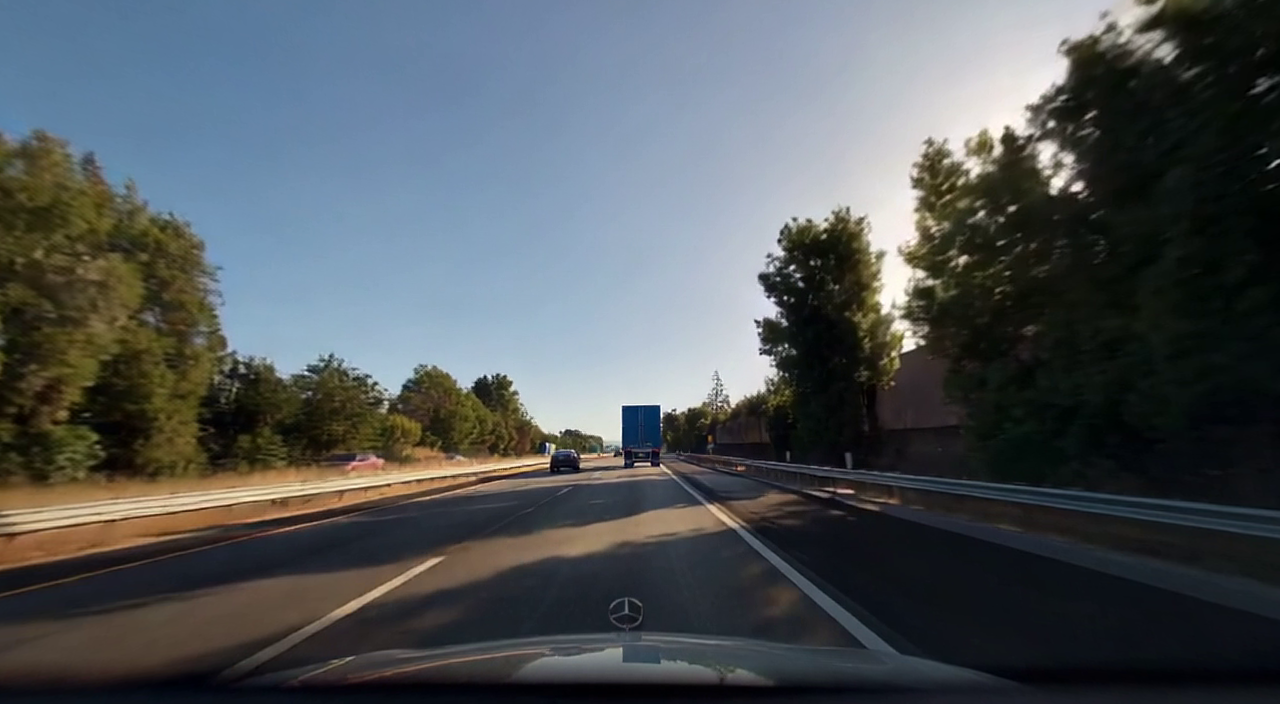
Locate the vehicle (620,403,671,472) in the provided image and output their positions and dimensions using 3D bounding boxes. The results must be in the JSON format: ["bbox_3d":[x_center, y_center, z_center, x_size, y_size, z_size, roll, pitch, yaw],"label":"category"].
[{"bbox_3d":[0.351,5.709,41.492,2.899,3.966,10.053,0,-9,0],"label":"vehicle"}]

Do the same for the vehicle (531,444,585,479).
[{"bbox_3d":[-3.942,5.330,30.894,2.063,1.583,4.049,0,-9,1],"label":"vehicle"}]

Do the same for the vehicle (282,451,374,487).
[{"bbox_3d":[-13.985,5.243,28.553,1.900,1.458,4.276,0,-9,1],"label":"vehicle"}]
